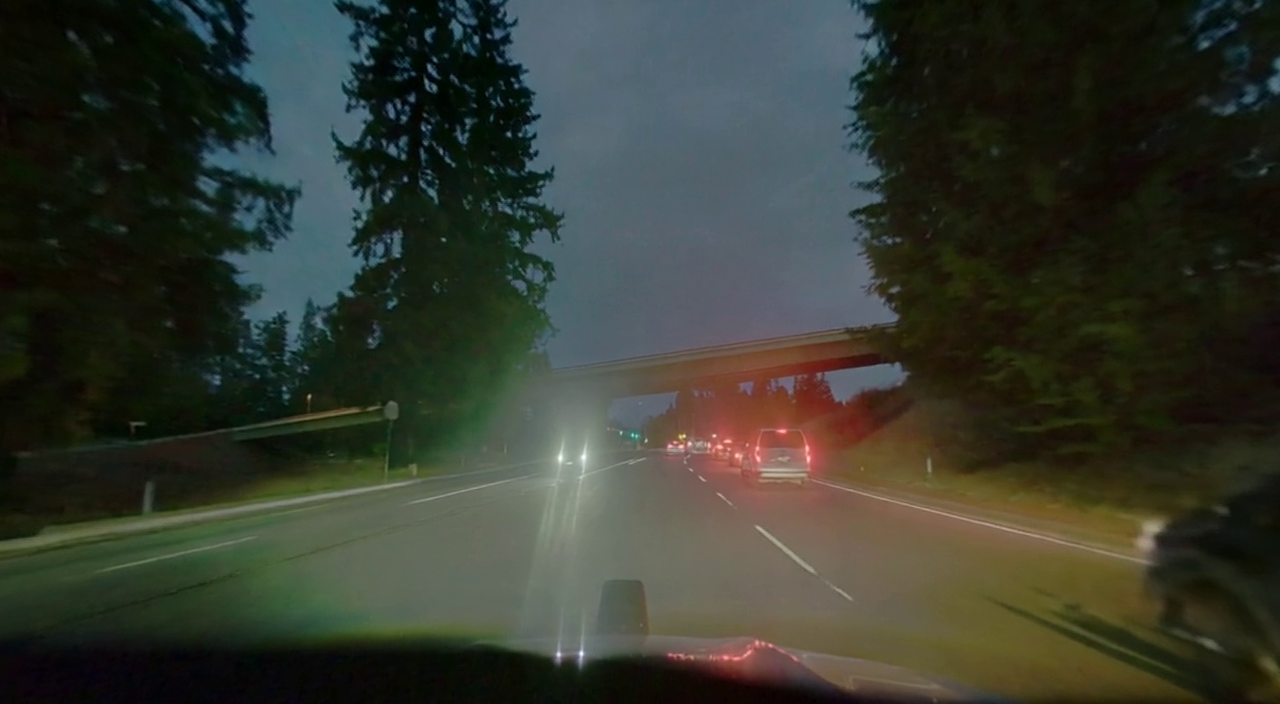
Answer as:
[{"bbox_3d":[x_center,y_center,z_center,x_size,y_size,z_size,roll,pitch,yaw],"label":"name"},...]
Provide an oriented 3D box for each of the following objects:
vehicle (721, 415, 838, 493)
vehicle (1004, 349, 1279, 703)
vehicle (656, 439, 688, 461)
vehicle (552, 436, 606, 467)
[{"bbox_3d":[3.830,2.920,18.343,2.273,1.944,4.866,0,-8,0],"label":"vehicle"},{"bbox_3d":[3.741,0.836,2.632,1.938,1.710,4.249,0,-8,1],"label":"vehicle"},{"bbox_3d":[2.344,7.090,45.697,2.078,1.506,4.058,-1,-8,6],"label":"vehicle"},{"bbox_3d":[-3.179,5.297,33.679,2.009,1.527,4.119,-1,-8,6],"label":"vehicle"}]
